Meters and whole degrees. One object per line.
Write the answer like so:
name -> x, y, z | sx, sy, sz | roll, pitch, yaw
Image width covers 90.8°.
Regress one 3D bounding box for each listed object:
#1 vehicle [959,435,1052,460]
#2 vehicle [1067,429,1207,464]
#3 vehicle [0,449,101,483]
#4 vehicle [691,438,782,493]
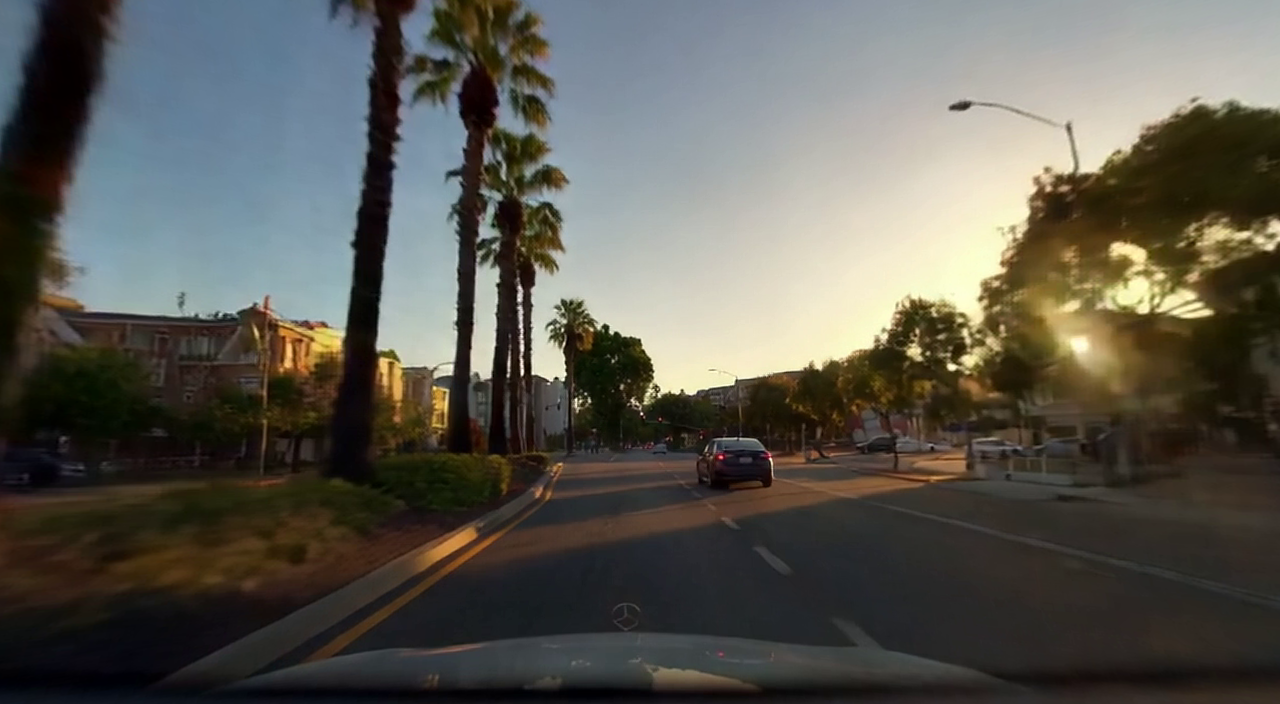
vehicle -> 22.148, 5.778, 38.366 | 4.472, 1.451, 1.842 | 0, -8, -1
vehicle -> 22.480, 4.277, 28.692 | 4.633, 1.518, 2.008 | 0, -8, -1
vehicle -> -30.759, 5.767, 32.390 | 1.933, 1.586, 4.594 | -1, -8, 4
vehicle -> 2.768, 3.369, 19.179 | 1.964, 1.448, 4.295 | 0, -8, -2
